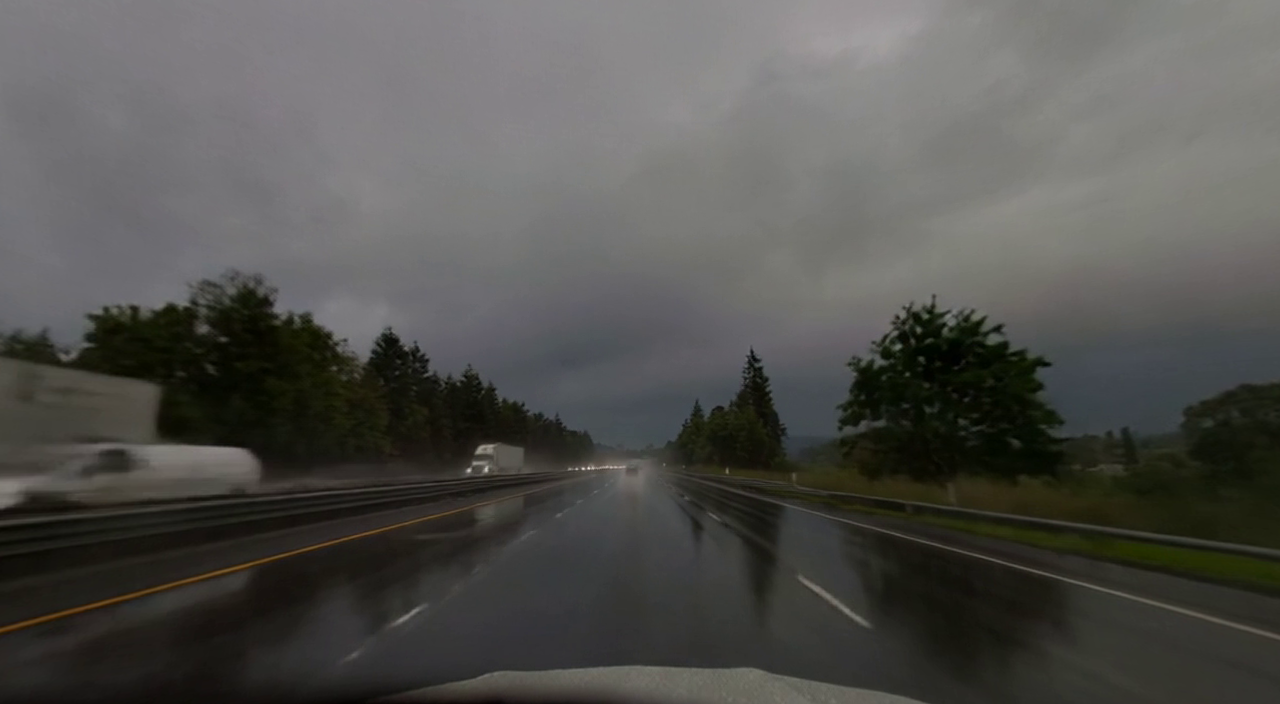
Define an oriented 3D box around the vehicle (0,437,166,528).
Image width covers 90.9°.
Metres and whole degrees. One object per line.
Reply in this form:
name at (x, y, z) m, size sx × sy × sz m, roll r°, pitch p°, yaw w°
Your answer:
vehicle at (-12.200, 2.519, 12.384) m, size 2.189 × 1.563 × 4.504 m, roll 1°, pitch -10°, yaw 0°
